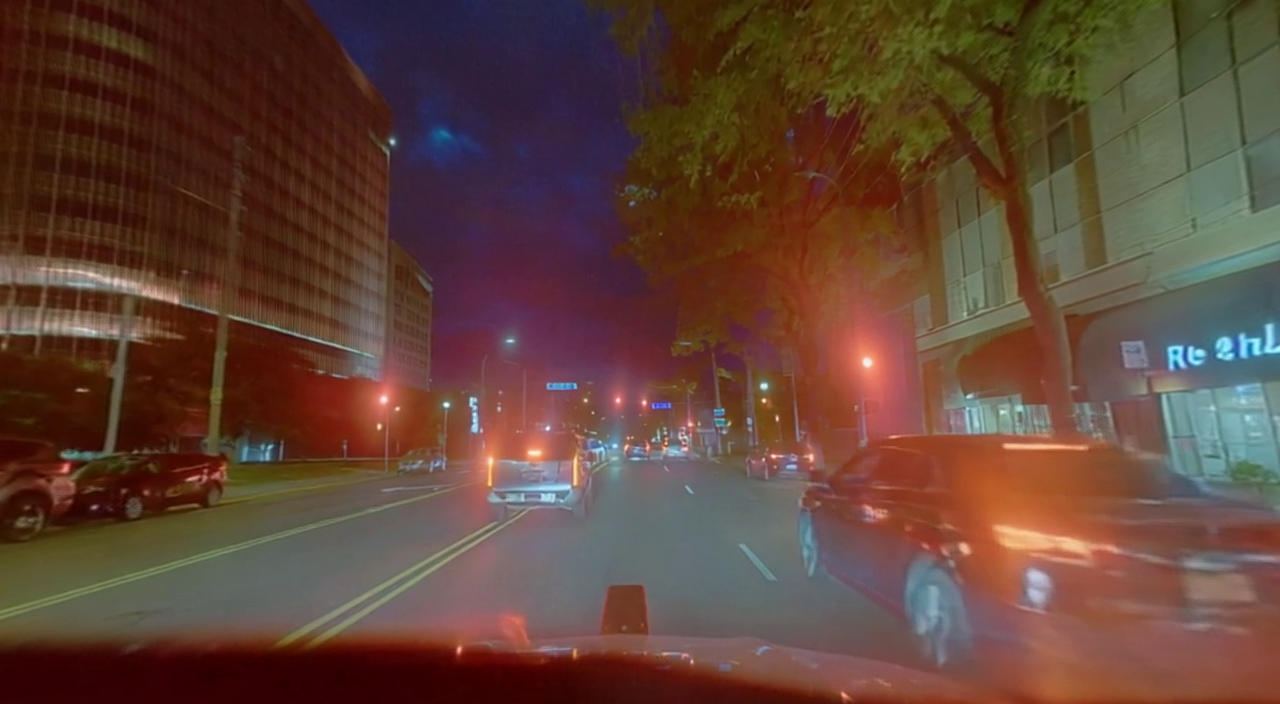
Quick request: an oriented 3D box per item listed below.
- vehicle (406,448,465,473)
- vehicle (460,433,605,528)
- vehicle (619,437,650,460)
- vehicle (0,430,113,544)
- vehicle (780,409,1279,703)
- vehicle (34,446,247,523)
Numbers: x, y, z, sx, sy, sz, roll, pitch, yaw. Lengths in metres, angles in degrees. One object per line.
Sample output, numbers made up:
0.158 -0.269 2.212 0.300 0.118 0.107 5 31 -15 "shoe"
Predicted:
-12.896 6.834 40.032 2.075 1.472 4.638 0 -8 1 "vehicle"
-1.915 2.304 11.961 2.169 1.427 4.531 1 -9 -7 "vehicle"
-0.406 6.812 44.357 2.102 1.521 4.078 0 -8 -1 "vehicle"
-12.755 2.335 10.702 2.384 2.044 6.030 0 -8 0 "vehicle"
2.598 1.266 4.450 2.150 1.464 4.467 0 -8 -1 "vehicle"
-12.823 3.373 16.685 2.000 1.708 4.494 0 -8 -1 "vehicle"
